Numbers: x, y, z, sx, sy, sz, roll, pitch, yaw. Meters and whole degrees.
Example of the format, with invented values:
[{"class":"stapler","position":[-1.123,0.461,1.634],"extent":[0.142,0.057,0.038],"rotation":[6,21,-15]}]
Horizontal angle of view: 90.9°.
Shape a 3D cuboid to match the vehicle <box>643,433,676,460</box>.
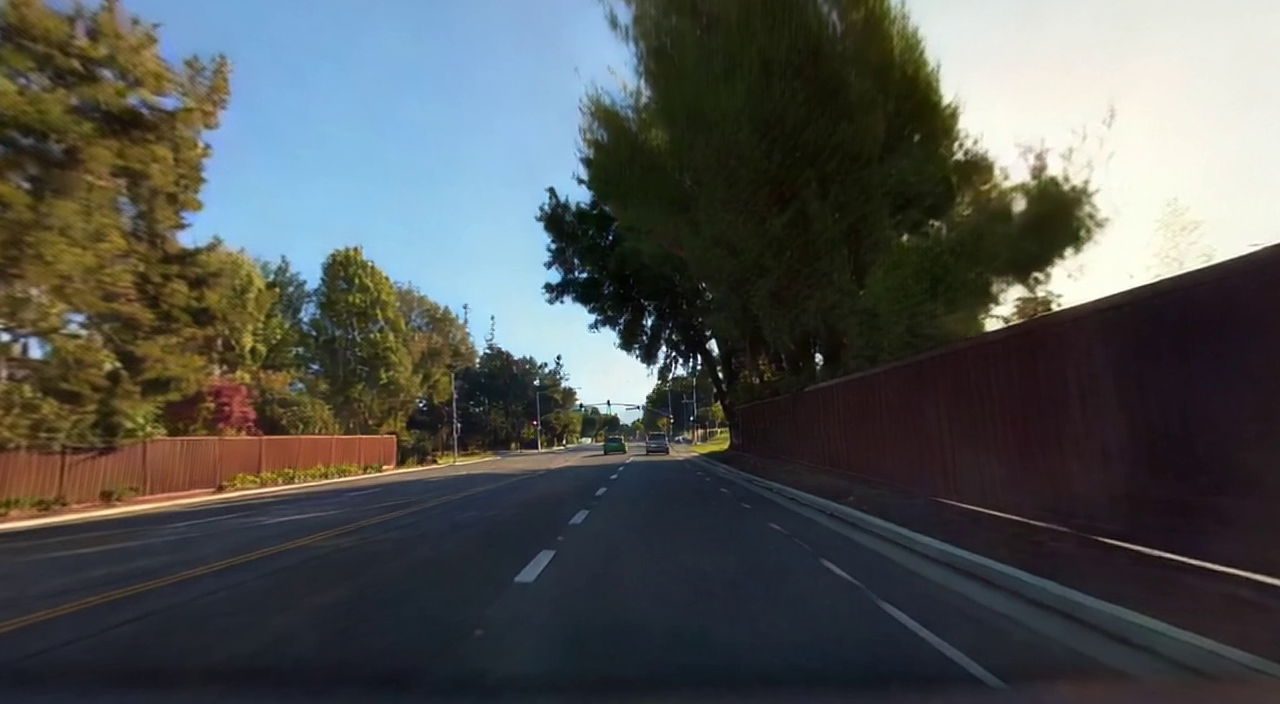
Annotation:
[{"class":"vehicle","position":[1.272,6.341,42.391],"extent":[2.127,1.665,3.993],"rotation":[0,-8,1]}]
